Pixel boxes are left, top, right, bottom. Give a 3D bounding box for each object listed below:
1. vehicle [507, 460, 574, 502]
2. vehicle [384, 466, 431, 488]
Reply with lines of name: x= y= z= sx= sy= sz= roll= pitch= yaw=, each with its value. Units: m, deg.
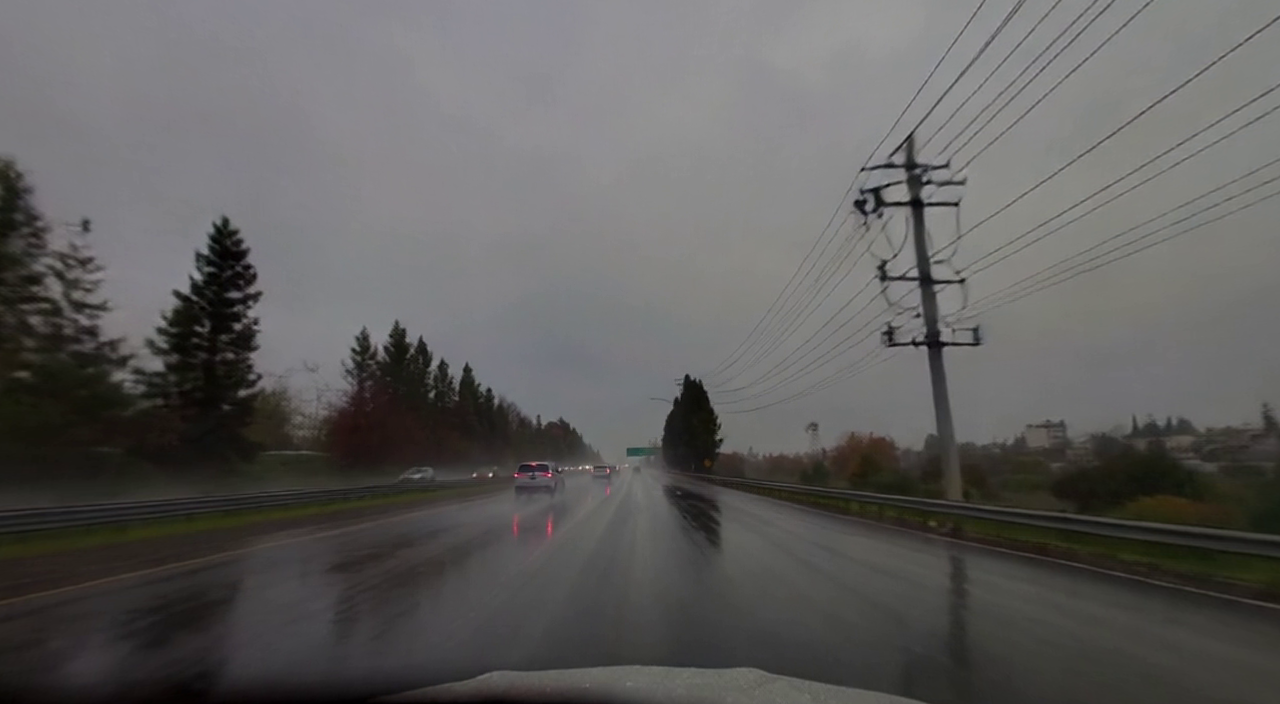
vehicle: x=-3.900 y=5.170 z=25.458 sx=1.963 sy=1.501 sz=4.227 roll=1 pitch=-10 yaw=0
vehicle: x=-16.687 y=8.967 z=45.362 sx=1.827 sy=1.434 sz=3.798 roll=1 pitch=-10 yaw=1
